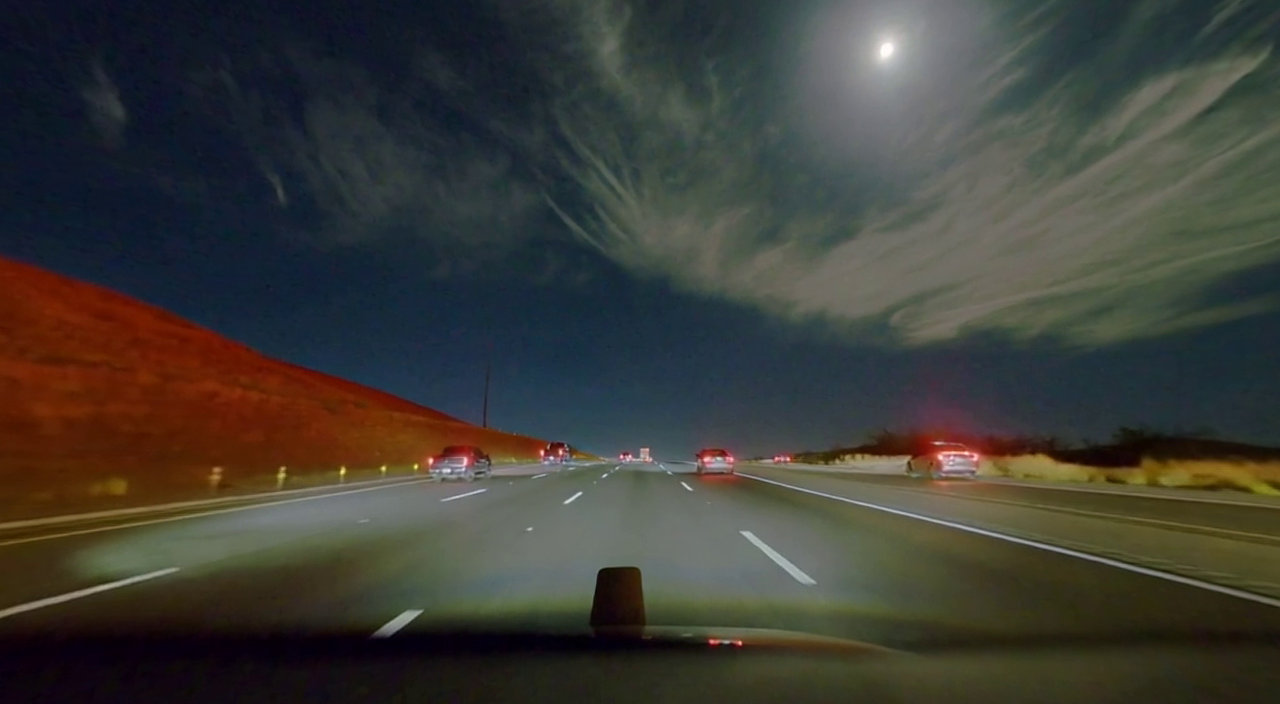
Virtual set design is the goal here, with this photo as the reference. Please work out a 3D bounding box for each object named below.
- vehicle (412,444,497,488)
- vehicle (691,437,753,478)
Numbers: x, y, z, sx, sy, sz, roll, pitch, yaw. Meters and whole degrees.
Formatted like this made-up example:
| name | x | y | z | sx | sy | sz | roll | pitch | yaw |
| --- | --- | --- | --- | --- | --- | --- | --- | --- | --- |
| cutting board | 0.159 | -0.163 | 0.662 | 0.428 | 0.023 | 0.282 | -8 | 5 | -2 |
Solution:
| name | x | y | z | sx | sy | sz | roll | pitch | yaw |
| --- | --- | --- | --- | --- | --- | --- | --- | --- | --- |
| vehicle | -7.296 | 4.516 | 25.296 | 1.935 | 1.550 | 4.883 | 0 | -9 | 0 |
| vehicle | 3.781 | 5.003 | 29.981 | 2.231 | 1.789 | 4.700 | 0 | -9 | -1 |
